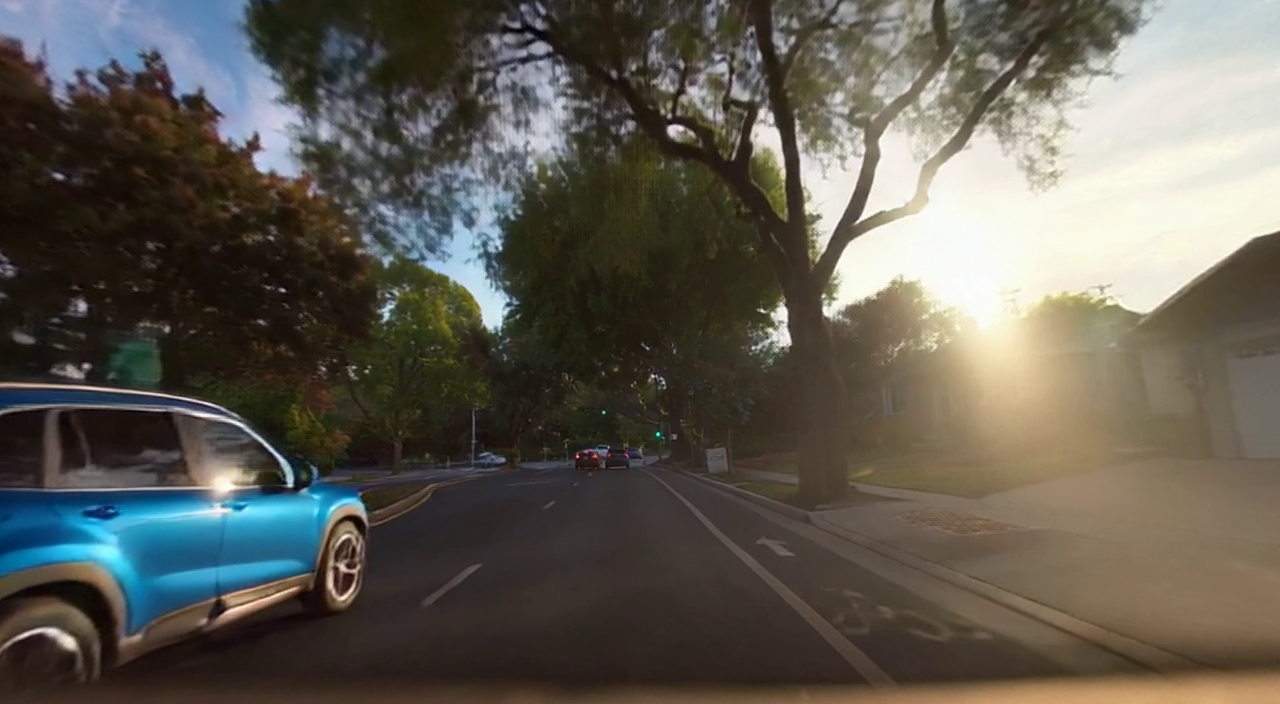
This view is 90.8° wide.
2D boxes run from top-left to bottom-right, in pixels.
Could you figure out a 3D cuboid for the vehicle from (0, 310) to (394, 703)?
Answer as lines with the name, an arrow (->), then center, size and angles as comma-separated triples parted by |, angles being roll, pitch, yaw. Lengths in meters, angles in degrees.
vehicle -> -3.670, 0.967, 3.495 | 2.276, 1.960, 5.561 | 0, -8, 1
